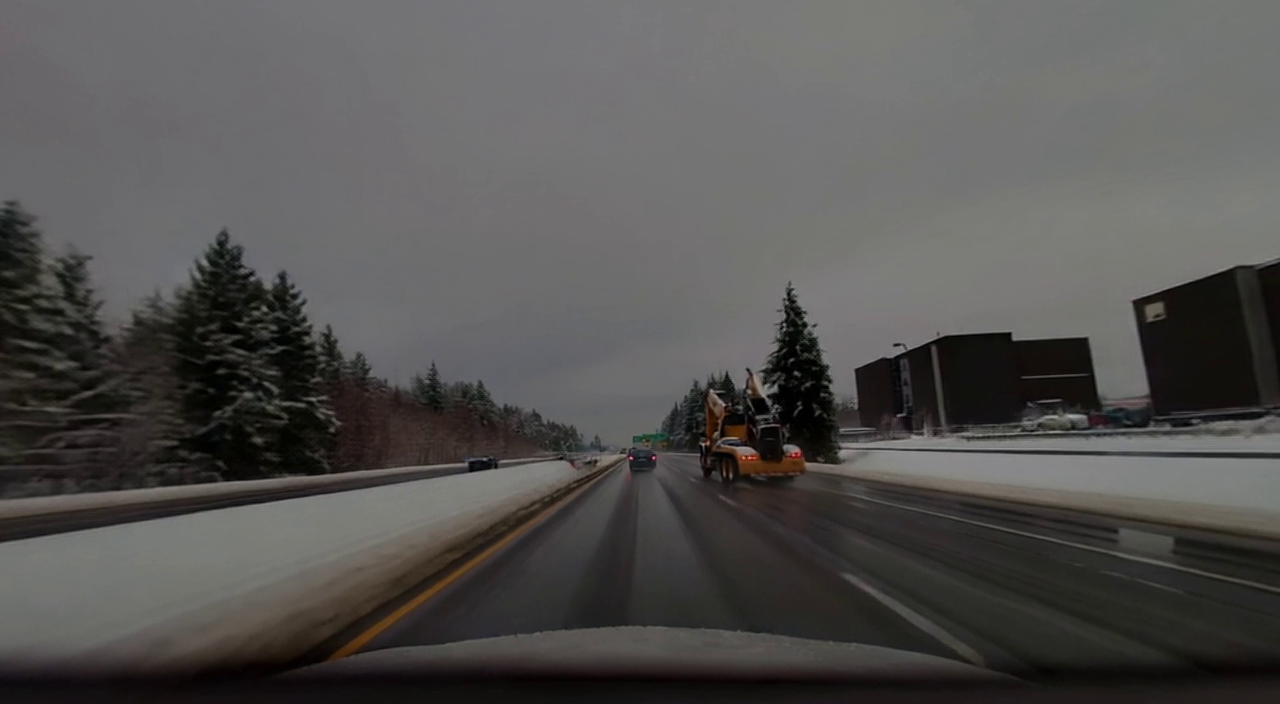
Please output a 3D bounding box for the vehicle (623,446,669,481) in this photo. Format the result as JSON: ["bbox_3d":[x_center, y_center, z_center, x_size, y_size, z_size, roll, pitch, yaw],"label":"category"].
[{"bbox_3d":[0.238,5.228,29.863,2.045,1.527,4.023,0,-9,0],"label":"vehicle"}]

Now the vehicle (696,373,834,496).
[{"bbox_3d":[3.984,3.002,22.413,3.089,3.568,8.101,0,-9,-1],"label":"vehicle"}]

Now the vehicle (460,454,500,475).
[{"bbox_3d":[-12.163,8.544,48.120,1.947,1.500,3.999,0,-9,0],"label":"vehicle"}]
